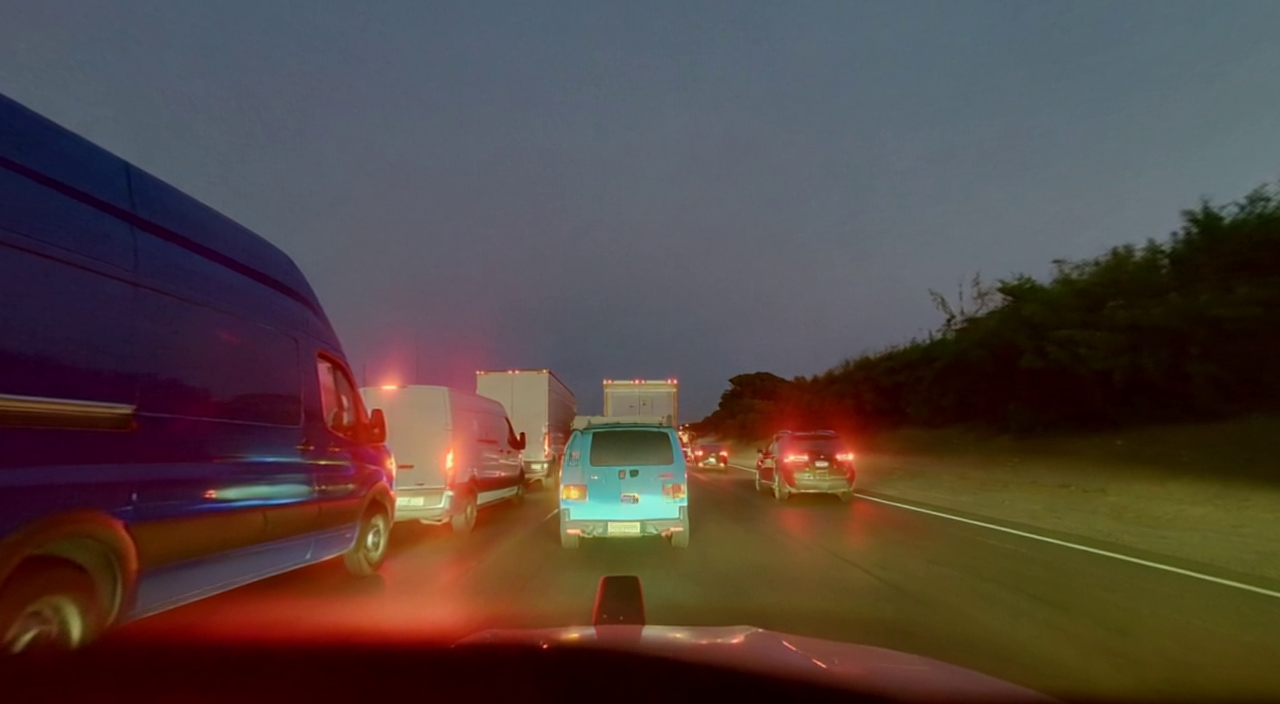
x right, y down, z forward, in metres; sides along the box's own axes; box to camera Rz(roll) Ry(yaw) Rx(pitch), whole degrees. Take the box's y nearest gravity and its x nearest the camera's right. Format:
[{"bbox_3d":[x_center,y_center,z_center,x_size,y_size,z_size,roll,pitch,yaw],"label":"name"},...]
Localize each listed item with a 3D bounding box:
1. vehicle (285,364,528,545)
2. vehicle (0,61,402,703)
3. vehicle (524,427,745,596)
[{"bbox_3d":[-4.038,2.021,12.768,2.349,2.643,6.807,0,-9,-1],"label":"vehicle"},{"bbox_3d":[-4.036,0.429,4.494,2.254,2.879,6.656,0,-9,-2],"label":"vehicle"},{"bbox_3d":[-0.094,1.710,7.478,1.995,1.495,3.380,0,-9,-1],"label":"vehicle"}]
